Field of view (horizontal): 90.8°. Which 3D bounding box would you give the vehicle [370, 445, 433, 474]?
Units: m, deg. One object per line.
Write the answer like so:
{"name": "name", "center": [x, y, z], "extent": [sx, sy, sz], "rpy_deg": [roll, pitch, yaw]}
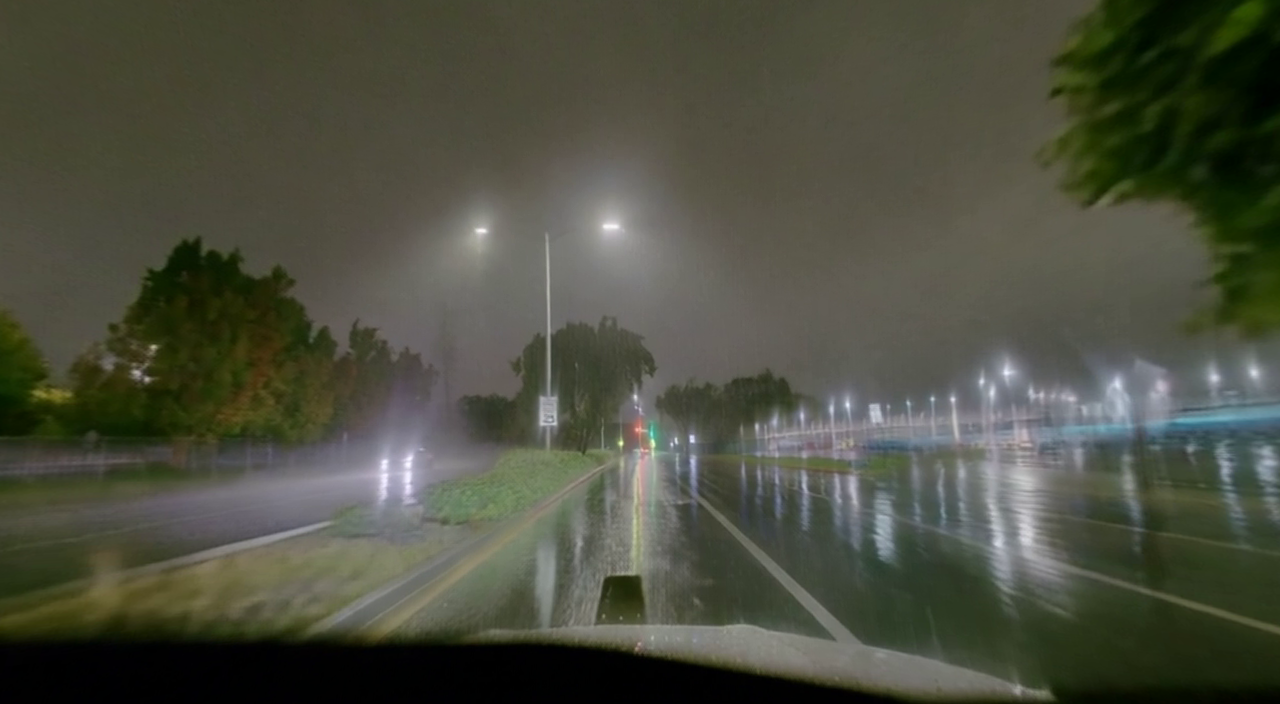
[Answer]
{"name": "vehicle", "center": [-16.463, 7.434, 43.974], "extent": [2.511, 1.881, 4.658], "rpy_deg": [0, -8, 1]}
